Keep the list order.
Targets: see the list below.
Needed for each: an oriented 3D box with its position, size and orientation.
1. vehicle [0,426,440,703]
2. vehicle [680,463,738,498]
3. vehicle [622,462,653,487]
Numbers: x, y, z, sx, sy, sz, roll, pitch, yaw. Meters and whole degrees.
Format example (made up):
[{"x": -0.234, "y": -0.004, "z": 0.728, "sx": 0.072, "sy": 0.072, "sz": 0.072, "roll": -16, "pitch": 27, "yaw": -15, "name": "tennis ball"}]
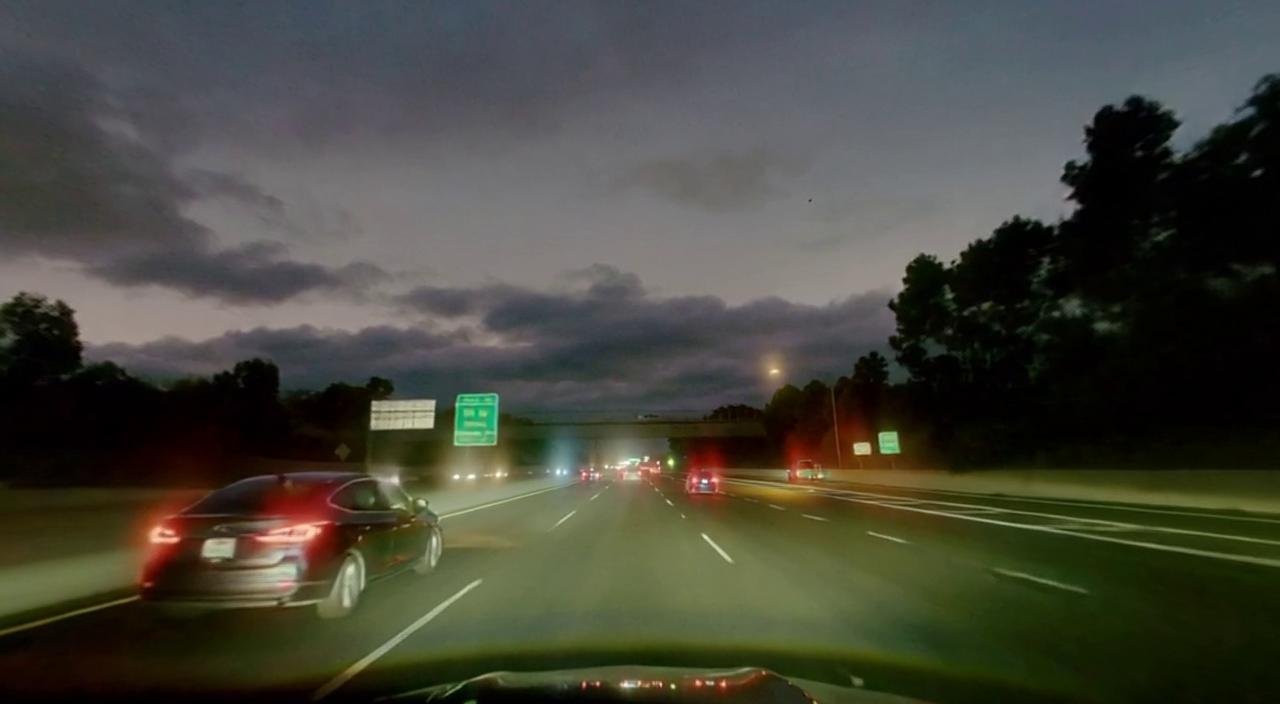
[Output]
[{"x": -3.297, "y": 1.467, "z": 4.834, "sx": 2.099, "sy": 1.516, "sz": 4.308, "roll": 0, "pitch": -10, "yaw": 0, "name": "vehicle"}, {"x": 3.160, "y": 6.035, "z": 29.716, "sx": 2.092, "sy": 1.518, "sz": 4.348, "roll": 1, "pitch": -10, "yaw": -2, "name": "vehicle"}, {"x": -0.206, "y": 8.925, "z": 45.906, "sx": 2.181, "sy": 1.698, "sz": 4.056, "roll": 0, "pitch": -10, "yaw": -1, "name": "vehicle"}]
